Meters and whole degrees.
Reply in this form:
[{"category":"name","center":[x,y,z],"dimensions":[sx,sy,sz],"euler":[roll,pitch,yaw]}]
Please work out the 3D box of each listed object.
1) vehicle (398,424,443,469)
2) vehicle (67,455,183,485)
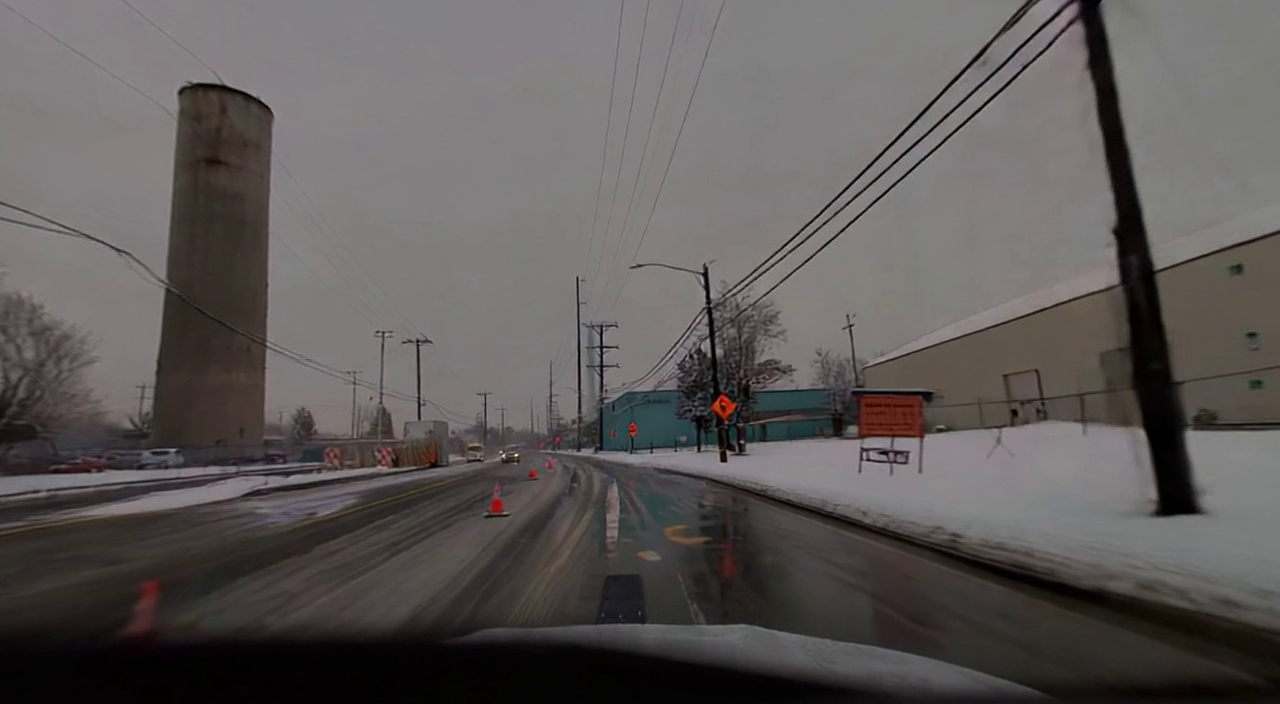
[{"category":"vehicle","center":[-16.986,7.306,48.877],"dimensions":[2.905,3.133,7.675],"euler":[3,-9,-19]},{"category":"vehicle","center":[-26.452,6.075,32.586],"dimensions":[4.184,1.411,1.855],"euler":[1,-9,-5]}]
